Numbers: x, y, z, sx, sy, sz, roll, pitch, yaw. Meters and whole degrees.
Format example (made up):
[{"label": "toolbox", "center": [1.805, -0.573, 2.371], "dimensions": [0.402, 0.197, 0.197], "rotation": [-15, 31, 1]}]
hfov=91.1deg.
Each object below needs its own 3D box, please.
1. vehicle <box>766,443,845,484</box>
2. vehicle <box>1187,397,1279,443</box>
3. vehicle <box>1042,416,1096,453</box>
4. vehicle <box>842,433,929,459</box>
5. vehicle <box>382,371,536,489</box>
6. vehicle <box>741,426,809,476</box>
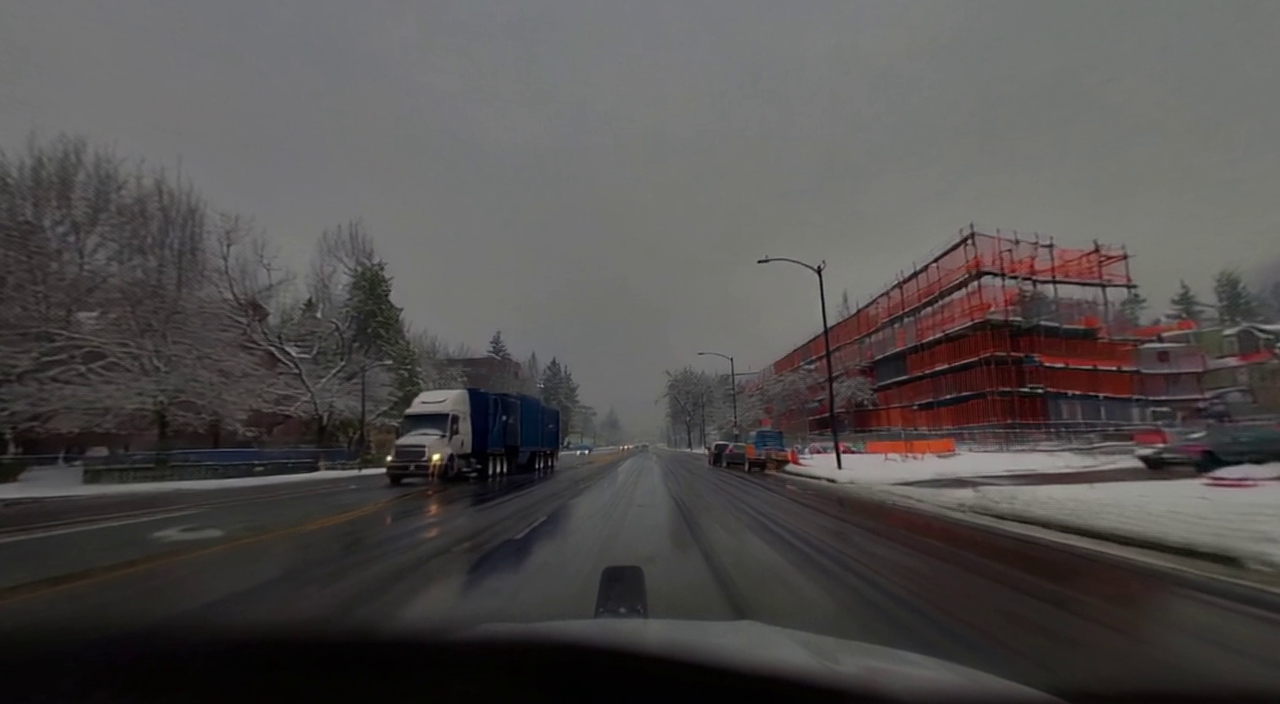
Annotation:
[{"label": "vehicle", "center": [6.601, 4.471, 25.604], "dimensions": [1.933, 1.488, 4.736], "rotation": [0, -8, 0]}, {"label": "vehicle", "center": [29.953, 3.345, 30.453], "dimensions": [4.720, 2.131, 2.111], "rotation": [0, -8, 0]}, {"label": "vehicle", "center": [23.237, 4.542, 34.168], "dimensions": [2.078, 1.823, 5.181], "rotation": [-5, -10, 31]}, {"label": "vehicle", "center": [16.003, 6.128, 41.069], "dimensions": [4.775, 1.610, 2.147], "rotation": [1, -8, -2]}, {"label": "vehicle", "center": [-7.012, 3.407, 26.666], "dimensions": [3.071, 3.982, 10.729], "rotation": [0, -8, 1]}, {"label": "vehicle", "center": [6.673, 4.968, 31.785], "dimensions": [2.233, 2.269, 5.757], "rotation": [0, -8, 1]}]
